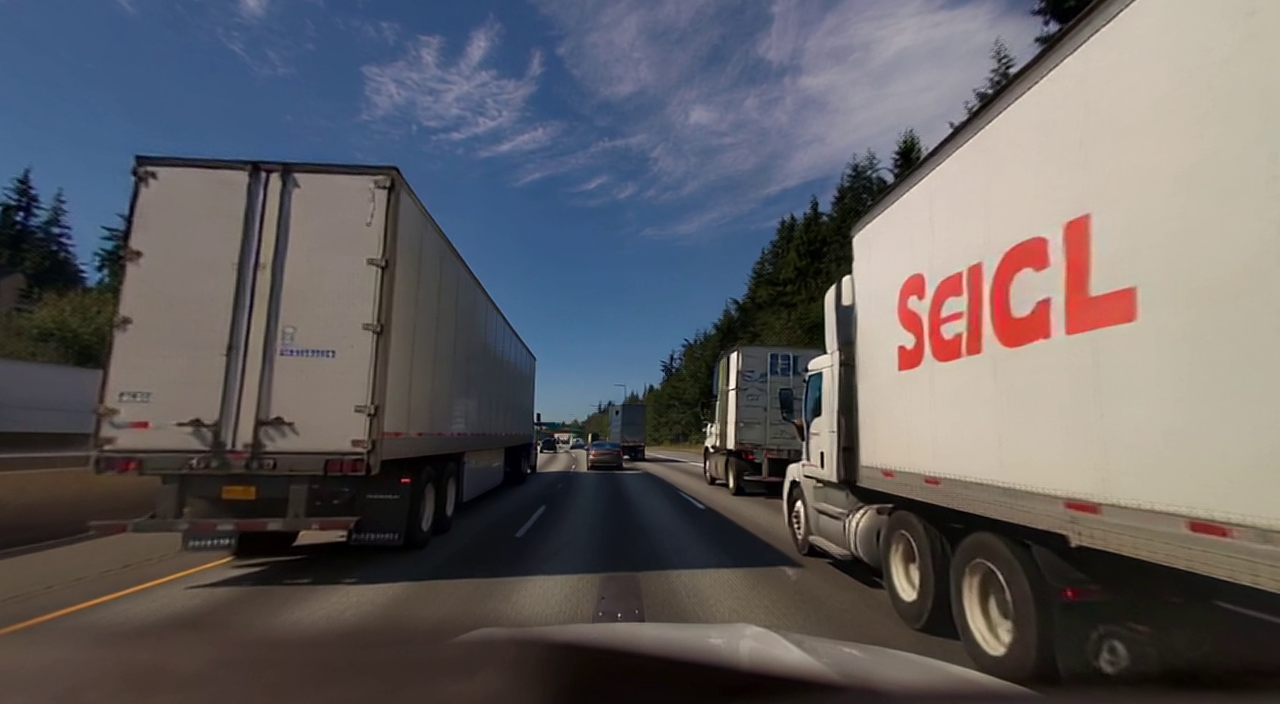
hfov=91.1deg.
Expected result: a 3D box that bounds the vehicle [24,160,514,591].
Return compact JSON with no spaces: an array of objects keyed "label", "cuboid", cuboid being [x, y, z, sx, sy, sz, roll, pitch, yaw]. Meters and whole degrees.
[{"label":"vehicle","cuboid":[-4.046,0.710,9.946,2.822,3.788,8.799,0,-8,-4]}]

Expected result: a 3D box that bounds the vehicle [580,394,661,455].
[{"label":"vehicle","cuboid":[-1.906,5.843,49.628,2.899,4.112,13.912,2,-8,-16]}]

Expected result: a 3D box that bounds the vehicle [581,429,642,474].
[{"label":"vehicle","cuboid":[-1.185,3.779,24.285,2.060,1.540,4.374,1,-8,-6]}]

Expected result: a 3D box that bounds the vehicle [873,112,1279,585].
[{"label":"vehicle","cuboid":[7.772,-0.260,3.947,2.820,4.084,13.786,3,-8,-24]}]
